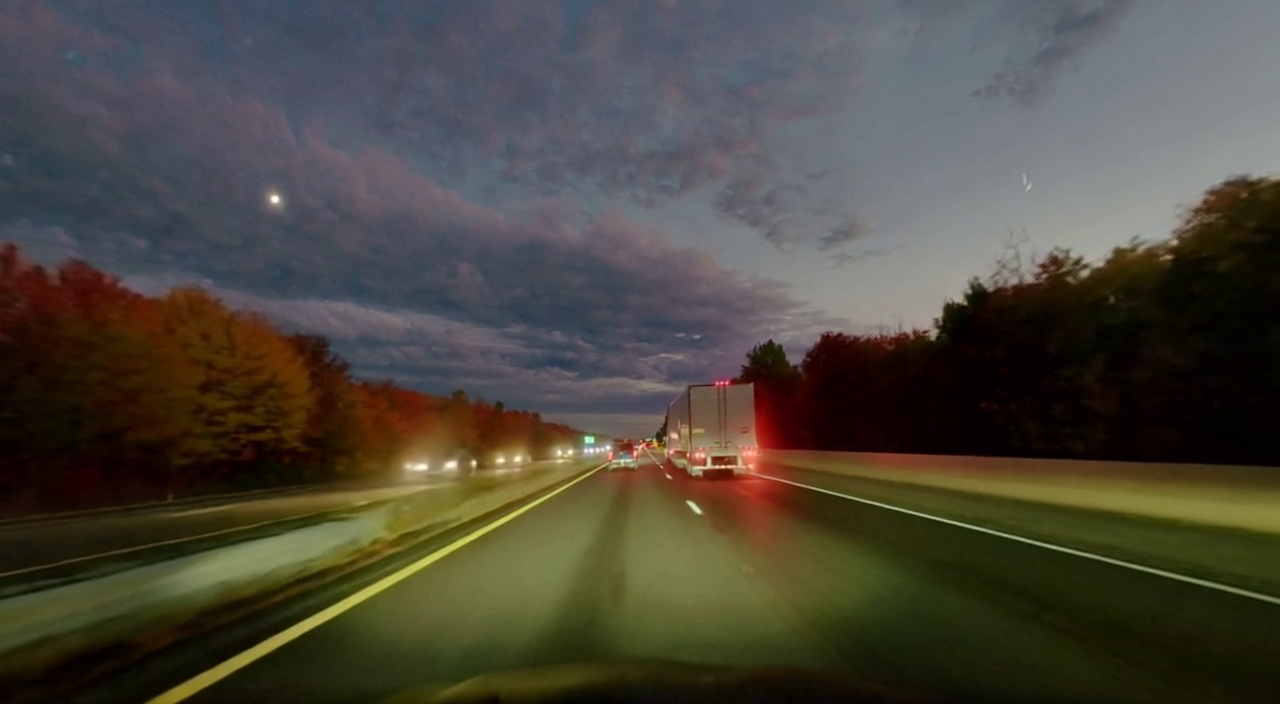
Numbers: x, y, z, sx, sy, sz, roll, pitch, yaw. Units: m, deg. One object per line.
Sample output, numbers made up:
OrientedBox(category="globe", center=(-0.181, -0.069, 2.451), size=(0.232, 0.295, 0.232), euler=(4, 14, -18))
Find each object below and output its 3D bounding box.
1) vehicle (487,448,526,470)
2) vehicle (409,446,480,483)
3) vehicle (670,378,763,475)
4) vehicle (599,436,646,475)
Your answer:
OrientedBox(category="vehicle", center=(-9.985, 8.036, 47.137), size=(1.897, 1.536, 4.395), euler=(-1, -9, 0))
OrientedBox(category="vehicle", center=(-9.062, 5.247, 29.479), size=(1.998, 1.566, 4.092), euler=(-1, -9, 1))
OrientedBox(category="vehicle", center=(3.540, 4.171, 33.364), size=(3.068, 4.042, 13.787), euler=(0, -9, -1))
OrientedBox(category="vehicle", center=(-0.800, 4.993, 30.430), size=(2.151, 1.693, 4.201), euler=(-1, -9, 0))
